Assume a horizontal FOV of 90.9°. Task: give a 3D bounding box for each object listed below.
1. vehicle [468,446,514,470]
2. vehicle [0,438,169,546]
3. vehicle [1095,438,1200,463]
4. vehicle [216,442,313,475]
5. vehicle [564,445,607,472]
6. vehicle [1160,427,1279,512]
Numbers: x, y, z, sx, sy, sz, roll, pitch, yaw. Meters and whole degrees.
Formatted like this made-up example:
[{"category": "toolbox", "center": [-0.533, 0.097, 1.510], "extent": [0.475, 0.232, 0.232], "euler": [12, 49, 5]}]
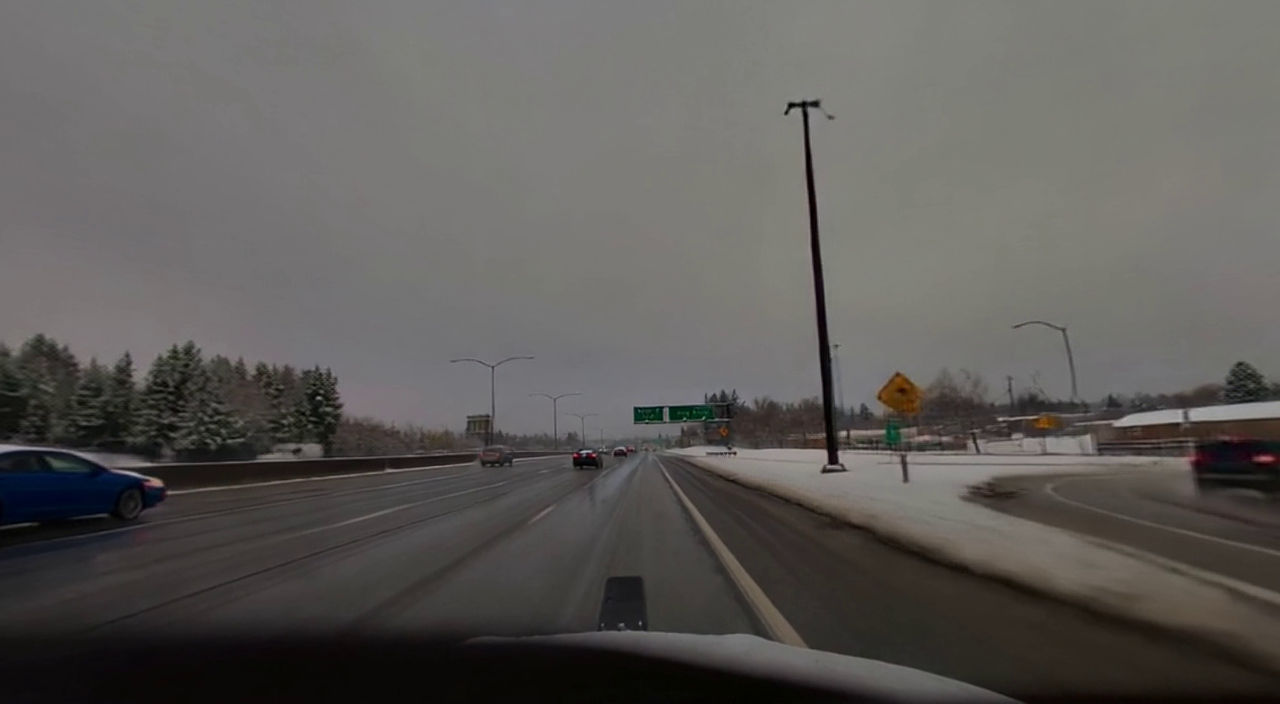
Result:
[{"category": "vehicle", "center": [-9.809, 7.012, 41.794], "extent": [1.930, 1.490, 3.955], "euler": [0, -9, 1]}, {"category": "vehicle", "center": [-10.191, 2.116, 9.747], "extent": [2.002, 1.526, 4.822], "euler": [0, -9, 1]}, {"category": "vehicle", "center": [32.992, 6.453, 41.186], "extent": [4.798, 1.545, 2.042], "euler": [-3, -9, 18]}, {"category": "vehicle", "center": [-22.412, 6.395, 38.038], "extent": [2.197, 1.815, 5.802], "euler": [0, -9, 1]}, {"category": "vehicle", "center": [-3.121, 6.248, 37.089], "extent": [2.050, 1.479, 4.342], "euler": [0, -9, 1]}, {"category": "vehicle", "center": [14.985, 2.833, 15.630], "extent": [2.127, 1.815, 4.777], "euler": [-4, -10, 27]}]
